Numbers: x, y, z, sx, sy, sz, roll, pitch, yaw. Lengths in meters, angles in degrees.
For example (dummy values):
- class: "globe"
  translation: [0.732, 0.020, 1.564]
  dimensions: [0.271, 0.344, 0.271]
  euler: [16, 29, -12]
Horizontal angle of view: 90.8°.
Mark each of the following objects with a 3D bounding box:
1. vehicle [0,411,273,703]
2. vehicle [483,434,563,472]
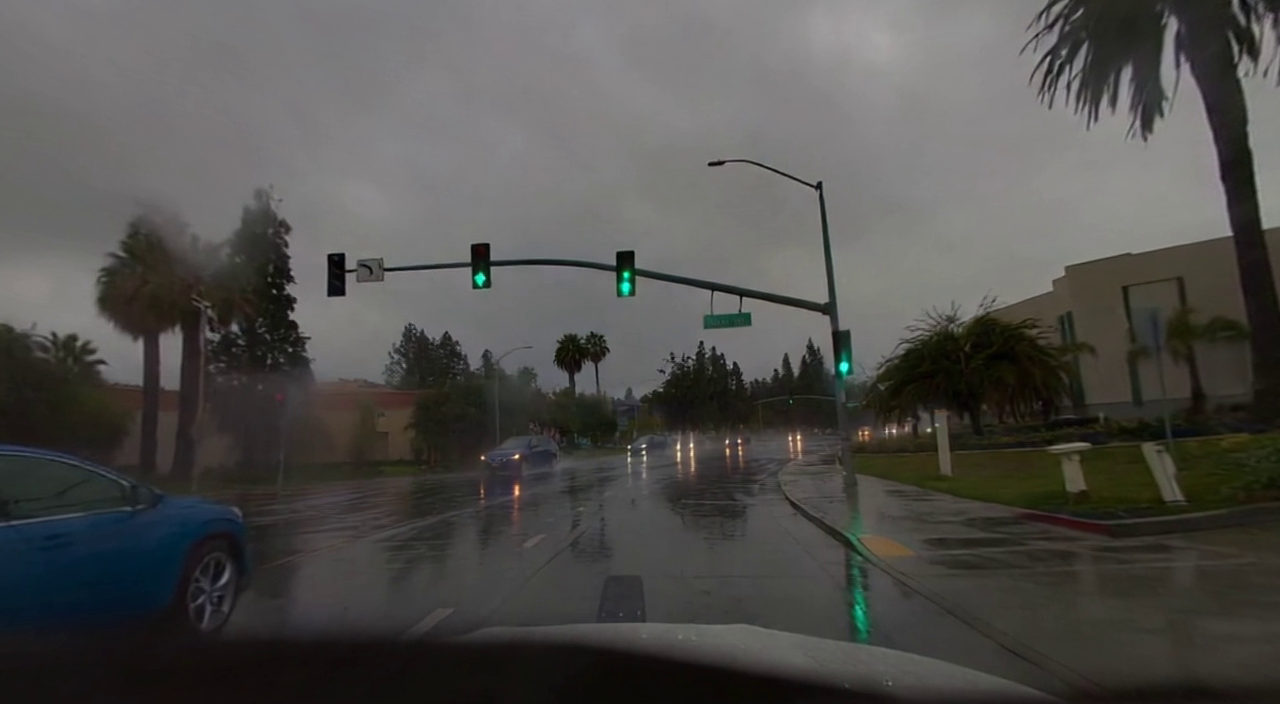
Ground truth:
- class: "vehicle"
  translation: [-3.322, 0.871, 1.640]
  dimensions: [2.071, 1.482, 4.446]
  euler: [0, -9, 0]
- class: "vehicle"
  translation: [-5.863, 5.162, 32.370]
  dimensions: [2.181, 1.792, 4.648]
  euler: [-3, -9, 16]
